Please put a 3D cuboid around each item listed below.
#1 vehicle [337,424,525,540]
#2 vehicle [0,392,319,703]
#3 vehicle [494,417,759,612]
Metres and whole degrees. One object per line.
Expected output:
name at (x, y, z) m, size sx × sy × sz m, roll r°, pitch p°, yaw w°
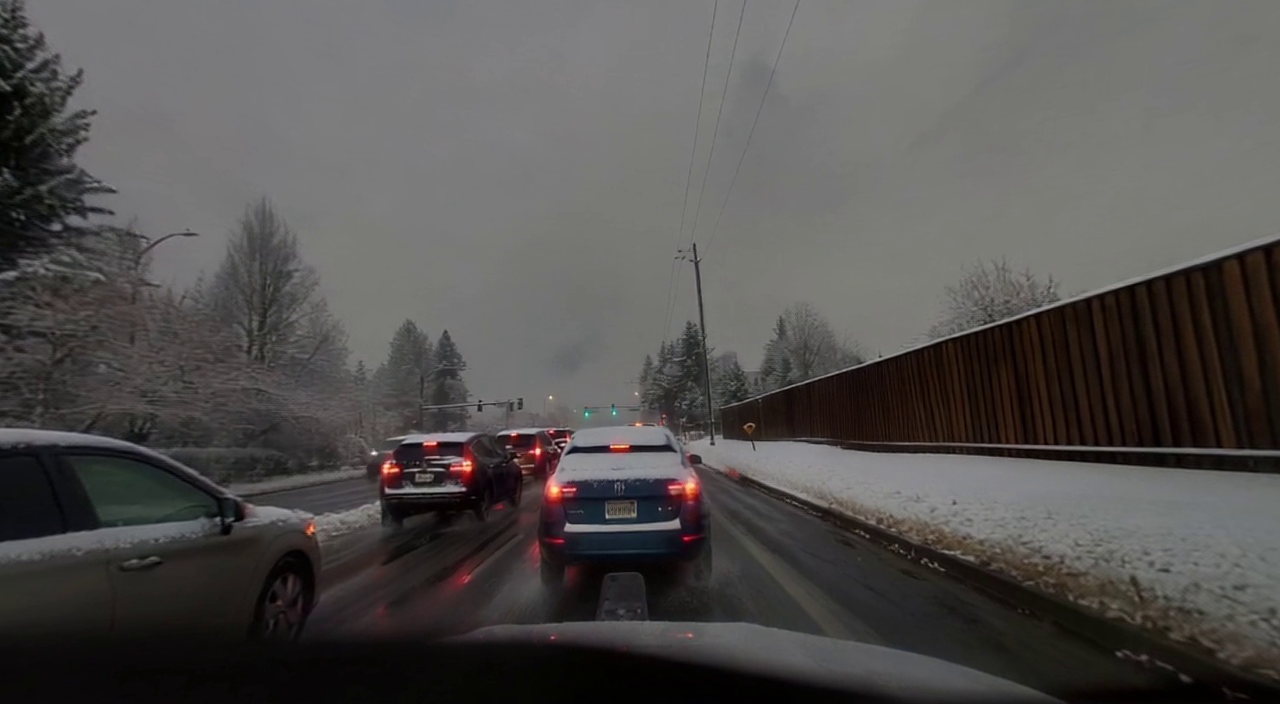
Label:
vehicle at (-3.230, 2.064, 10.578) m, size 1.850 × 1.582 × 3.688 m, roll 0°, pitch -8°, yaw 0°
vehicle at (-3.167, 0.864, 1.859) m, size 1.980 × 1.520 × 4.636 m, roll 0°, pitch -8°, yaw 0°
vehicle at (-0.137, 1.522, 6.768) m, size 1.995 × 1.460 × 3.865 m, roll 0°, pitch -8°, yaw -1°
